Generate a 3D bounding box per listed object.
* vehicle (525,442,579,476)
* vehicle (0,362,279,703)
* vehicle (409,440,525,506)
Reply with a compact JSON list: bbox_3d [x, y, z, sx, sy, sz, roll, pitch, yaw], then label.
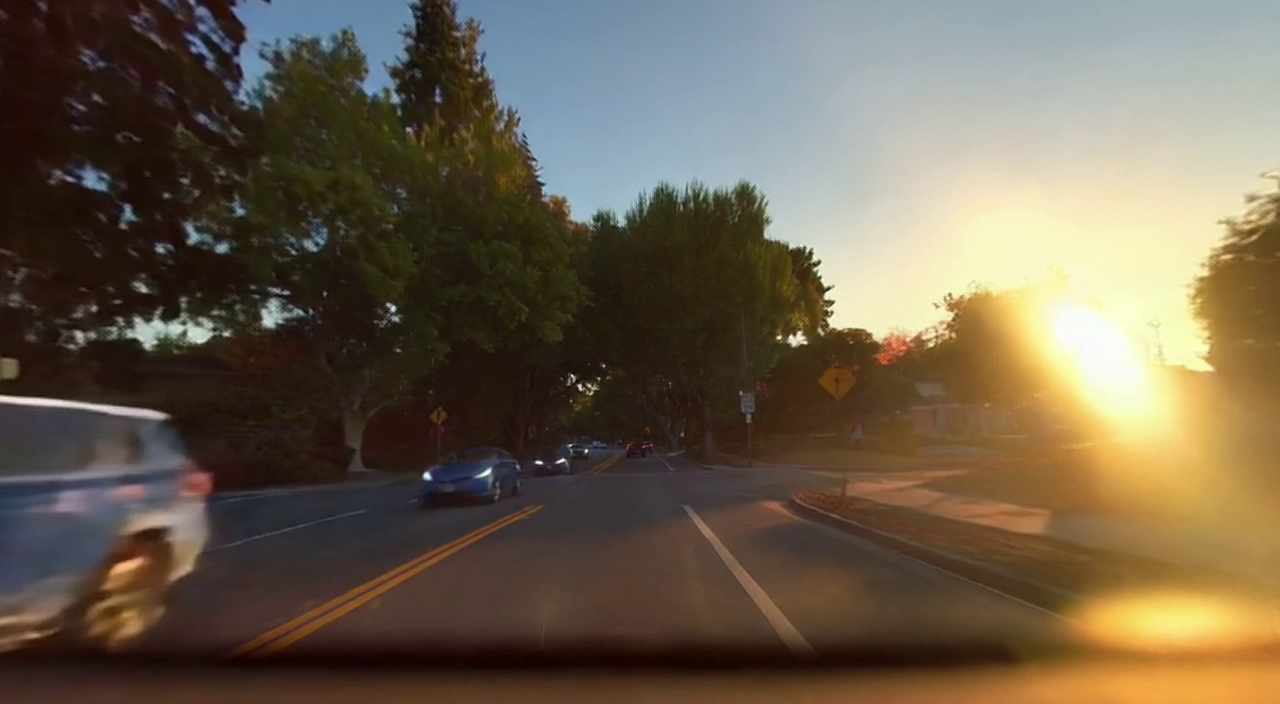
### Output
[{"bbox_3d":[-4.235,5.201,30.948,1.979,1.532,4.212,0,-8,0],"label":"vehicle"},{"bbox_3d":[-4.400,0.970,3.321,2.134,1.821,4.719,0,-8,0],"label":"vehicle"},{"bbox_3d":[-4.402,3.123,16.769,1.862,1.491,4.266,0,-8,0],"label":"vehicle"}]
